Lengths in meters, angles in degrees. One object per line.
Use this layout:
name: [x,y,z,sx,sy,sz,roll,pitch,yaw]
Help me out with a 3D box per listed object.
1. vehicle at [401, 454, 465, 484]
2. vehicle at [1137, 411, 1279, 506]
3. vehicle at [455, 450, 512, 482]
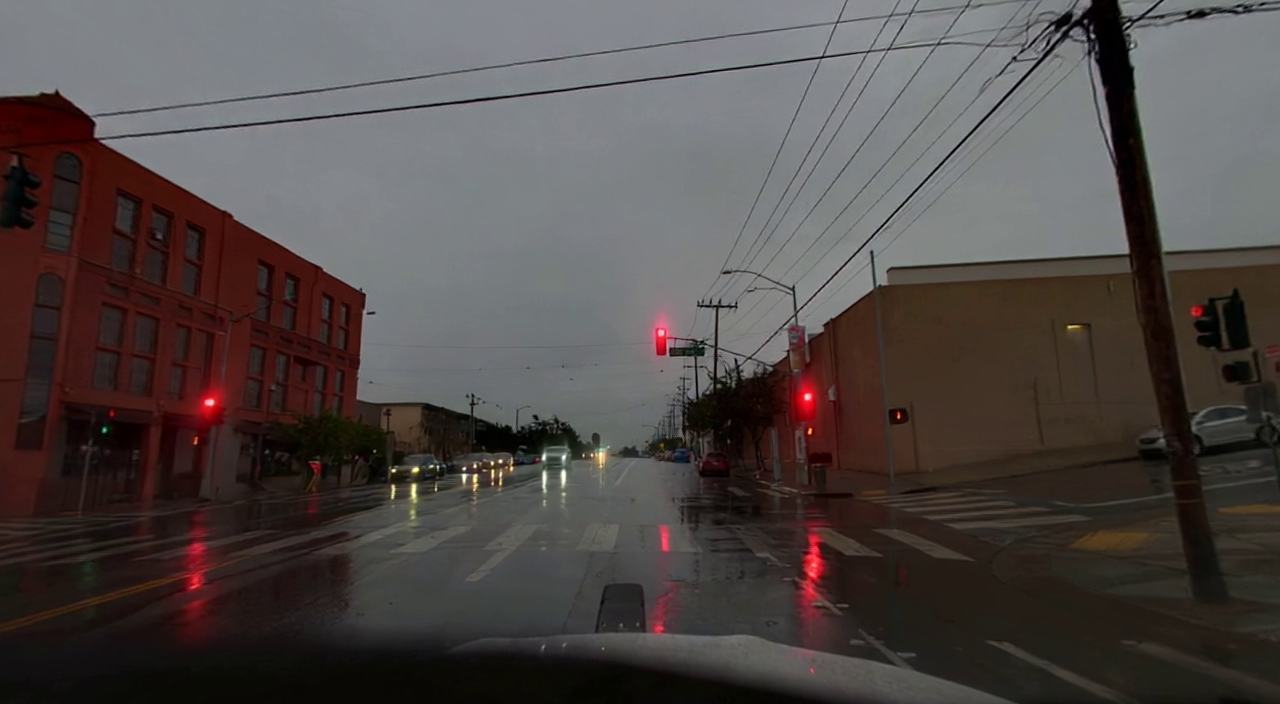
vehicle: [-11.995,6.774,36.832,1.943,1.574,4.727,0,-9,3]
vehicle: [12.688,2.141,12.890,3.234,1.746,1.941,-2,-10,2]
vehicle: [-8.704,6.330,35.301,2.020,1.672,3.842,0,-9,3]
